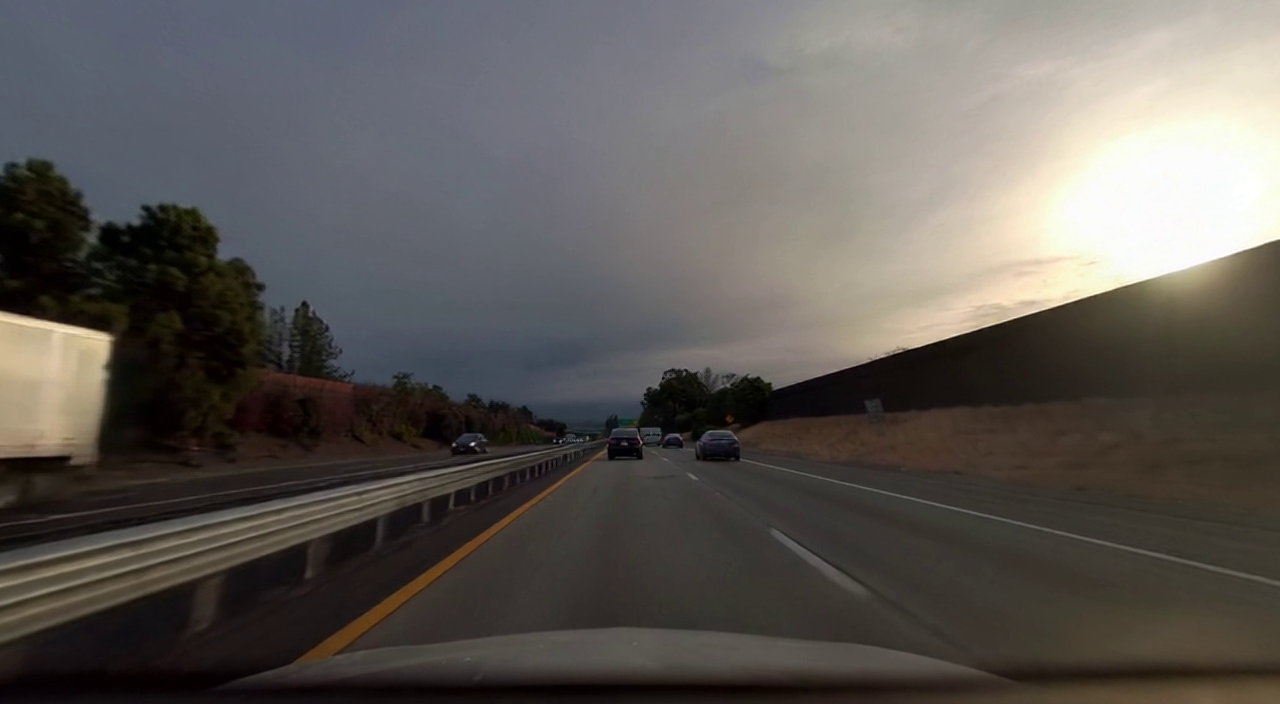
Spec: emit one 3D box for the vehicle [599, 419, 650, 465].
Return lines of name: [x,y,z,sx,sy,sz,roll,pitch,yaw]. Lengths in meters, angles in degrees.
vehicle: [-0.760,4.312,30.275,2.270,2.044,4.633,0,-8,-2]

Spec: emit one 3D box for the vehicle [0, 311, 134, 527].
vehicle: [-13.549,0.720,7.898,3.084,4.047,14.012,0,-8,-1]

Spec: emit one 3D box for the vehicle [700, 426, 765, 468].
vehicle: [3.772,3.961,26.428,1.981,1.606,3.956,0,-8,-2]
